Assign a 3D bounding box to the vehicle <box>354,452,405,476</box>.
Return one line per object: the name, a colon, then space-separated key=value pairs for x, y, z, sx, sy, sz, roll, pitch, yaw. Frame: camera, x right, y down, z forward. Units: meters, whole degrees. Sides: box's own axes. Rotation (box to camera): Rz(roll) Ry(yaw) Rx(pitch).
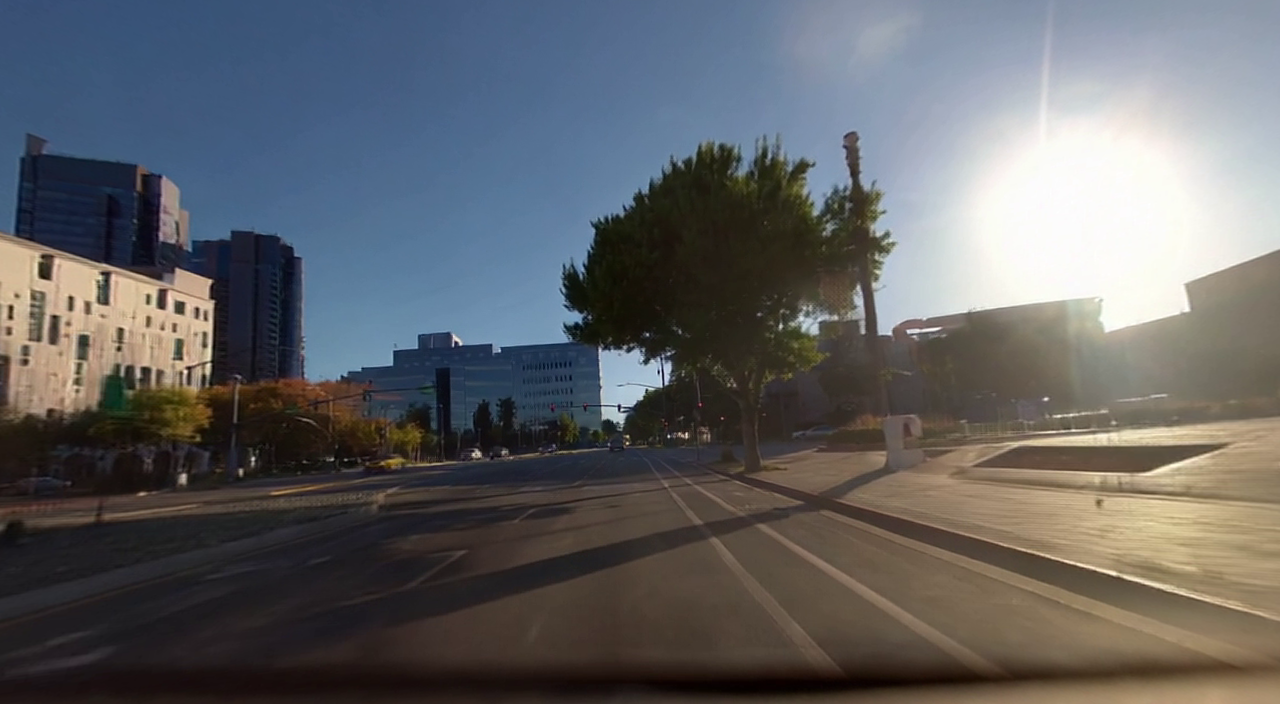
vehicle: x=-20.214 y=8.665 z=49.202 sx=2.223 sy=1.728 sz=4.250 roll=0 pitch=-9 yaw=-1
